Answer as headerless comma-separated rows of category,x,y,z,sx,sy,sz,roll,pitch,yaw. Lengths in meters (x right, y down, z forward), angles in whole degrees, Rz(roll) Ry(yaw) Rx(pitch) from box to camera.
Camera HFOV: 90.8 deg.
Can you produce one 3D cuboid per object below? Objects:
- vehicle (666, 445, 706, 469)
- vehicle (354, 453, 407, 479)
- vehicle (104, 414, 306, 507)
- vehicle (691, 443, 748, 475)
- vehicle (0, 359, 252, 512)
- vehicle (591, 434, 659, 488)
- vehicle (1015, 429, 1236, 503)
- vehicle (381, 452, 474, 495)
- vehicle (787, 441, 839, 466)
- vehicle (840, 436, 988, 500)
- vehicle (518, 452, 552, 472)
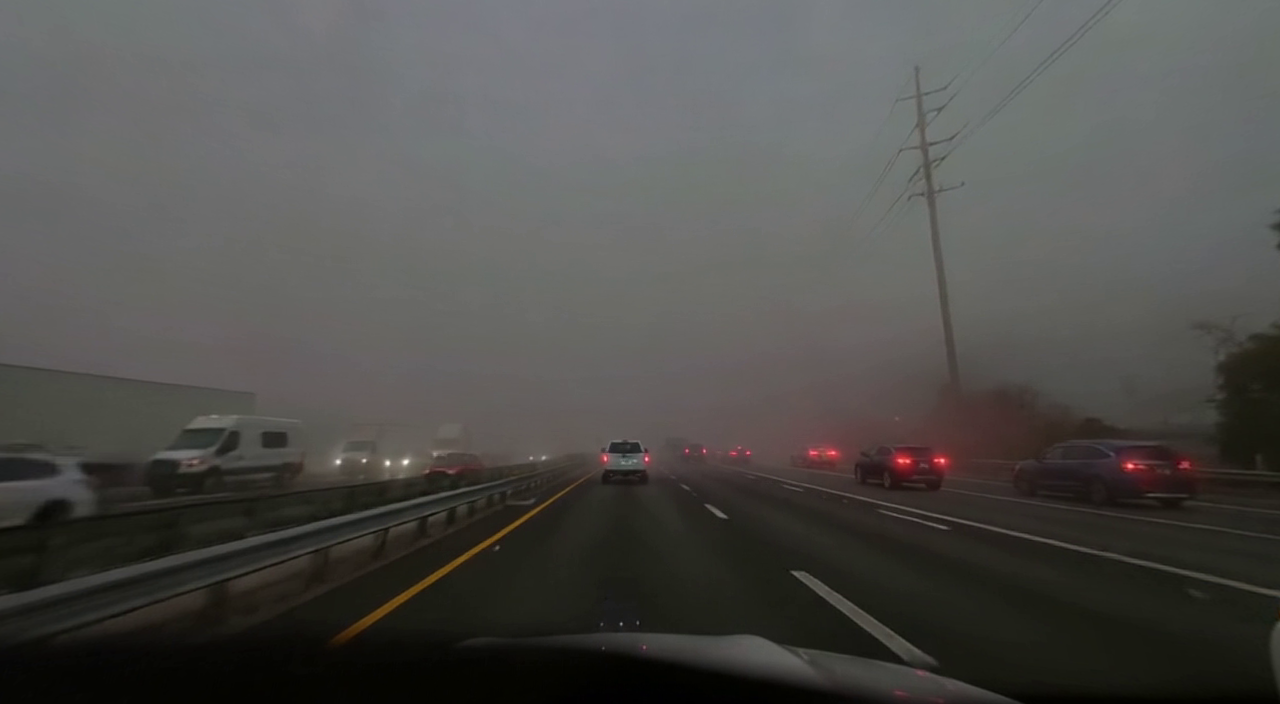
vehicle,2.880,6.667,40.290,2.115,1.481,3.968,0,-8,-2
vehicle,-18.349,8.019,44.855,1.866,1.689,4.569,0,-8,-1
vehicle,-14.948,3.777,22.531,2.350,2.794,6.786,0,-8,0
vehicle,3.868,5.293,31.520,1.934,1.461,4.368,1,-9,-5
vehicle,-18.438,2.730,20.242,3.134,3.965,14.329,0,-8,-1
vehicle,-0.520,3.997,23.513,2.298,1.809,4.359,0,-8,-1
vehicle,11.320,2.672,15.212,1.944,1.505,4.138,0,-8,-2
vehicle,-8.239,4.714,24.974,2.086,1.477,4.438,0,-8,0
vehicle,10.854,6.396,40.005,1.901,1.485,4.483,0,-8,-2
vehicle,7.042,3.013,16.813,1.958,1.473,4.201,0,-8,-1
vehicle,-8.151,8.576,49.484,1.897,1.470,4.474,0,-8,0
